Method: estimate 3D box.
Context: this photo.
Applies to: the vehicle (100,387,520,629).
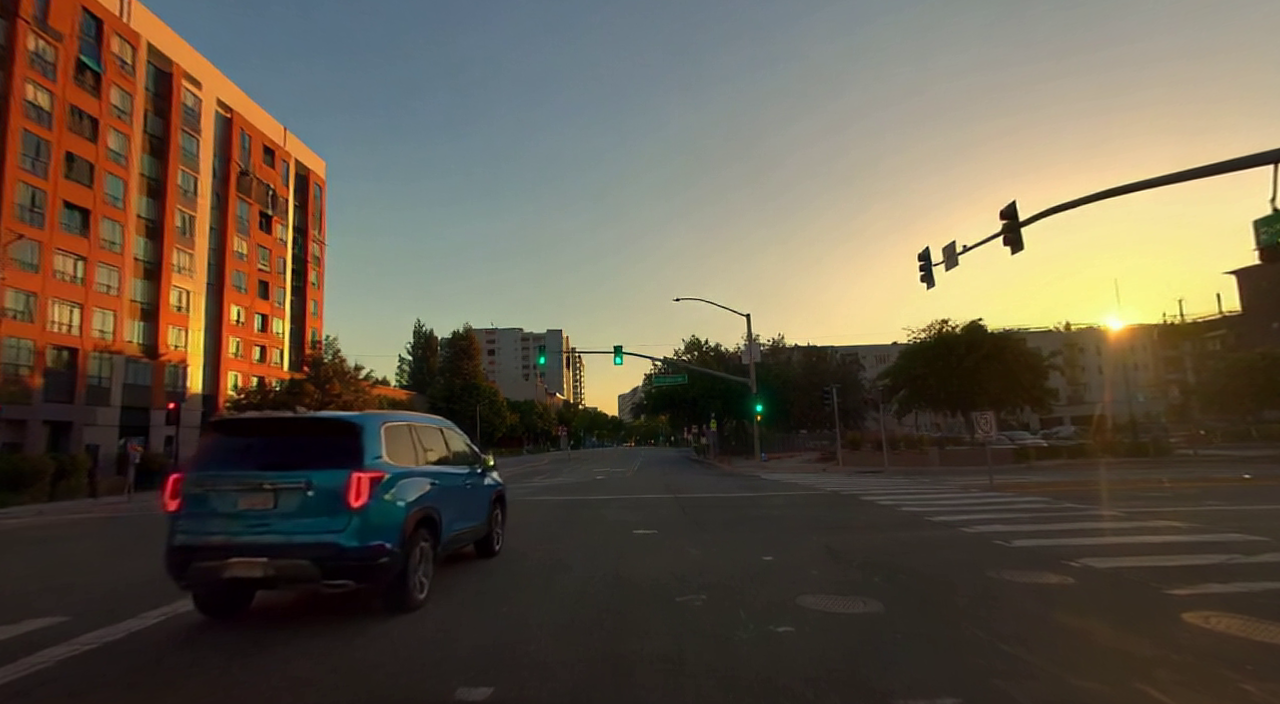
[{"bbox_3d":[-2.931,1.496,7.041,2.123,1.799,4.425,-1,-8,2],"label":"vehicle"}]
